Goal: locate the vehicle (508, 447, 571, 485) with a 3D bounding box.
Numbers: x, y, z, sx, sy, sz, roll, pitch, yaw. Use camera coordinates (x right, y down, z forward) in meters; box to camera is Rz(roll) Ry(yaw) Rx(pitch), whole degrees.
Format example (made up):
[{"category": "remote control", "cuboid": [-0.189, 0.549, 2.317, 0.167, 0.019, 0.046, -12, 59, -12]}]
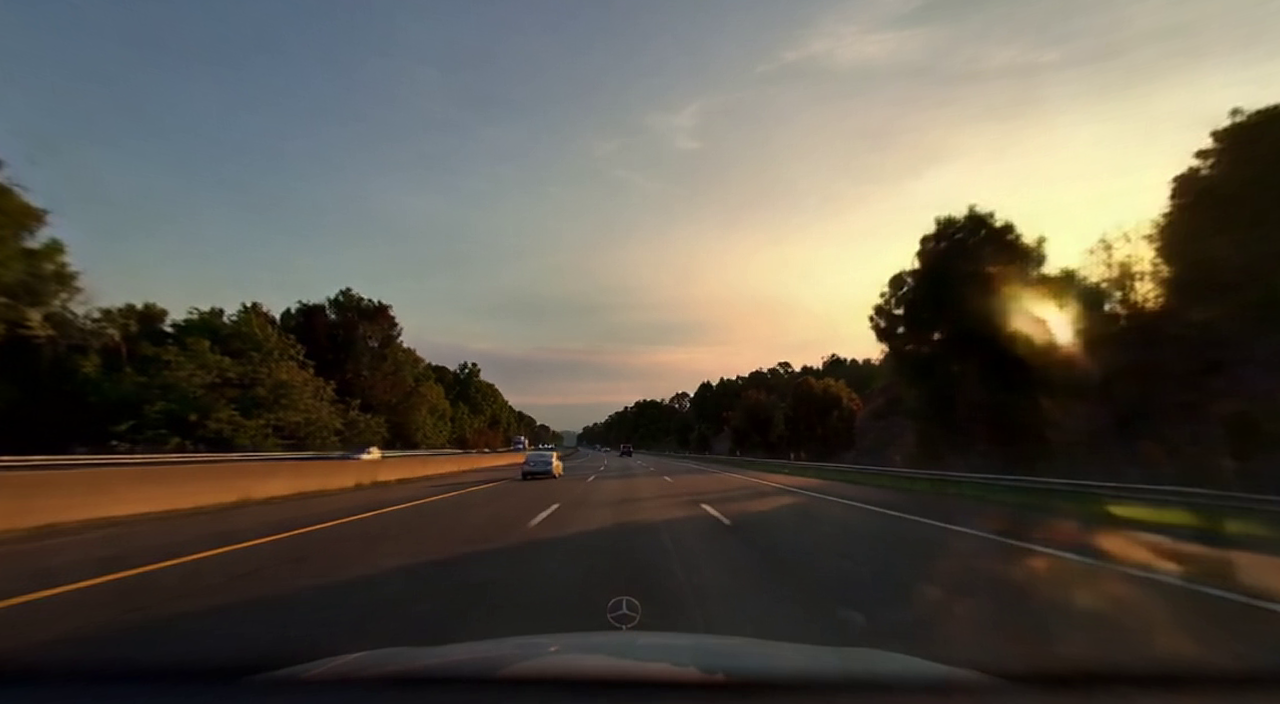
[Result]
[{"category": "vehicle", "cuboid": [-4.251, 4.901, 27.415, 2.022, 1.513, 4.613, 0, -9, 0]}]
